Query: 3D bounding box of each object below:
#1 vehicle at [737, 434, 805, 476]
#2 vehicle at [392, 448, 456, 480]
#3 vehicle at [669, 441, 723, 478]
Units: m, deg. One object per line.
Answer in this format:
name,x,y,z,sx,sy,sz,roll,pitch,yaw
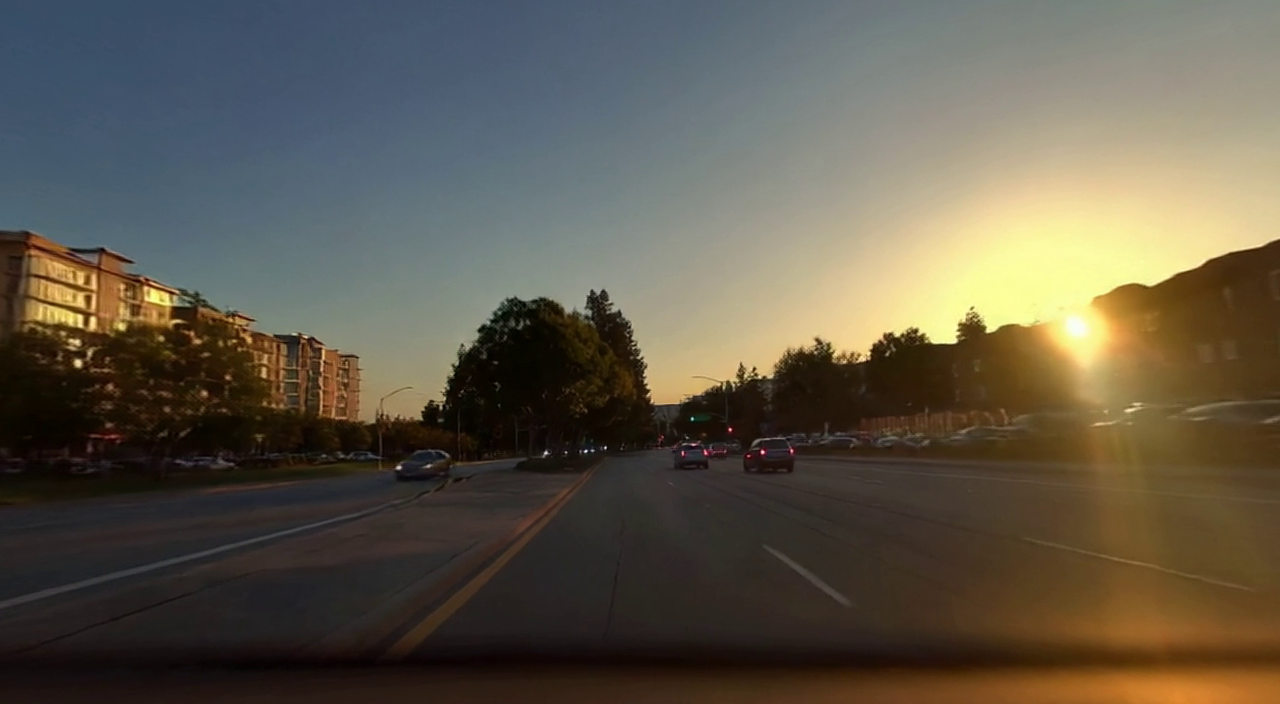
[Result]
vehicle,5.873,4.693,28.979,1.946,1.773,4.641,0,-9,-3
vehicle,-11.495,5.945,33.954,1.802,1.560,4.476,0,-9,1
vehicle,2.509,4.981,29.520,1.917,1.538,4.259,0,-9,-3
